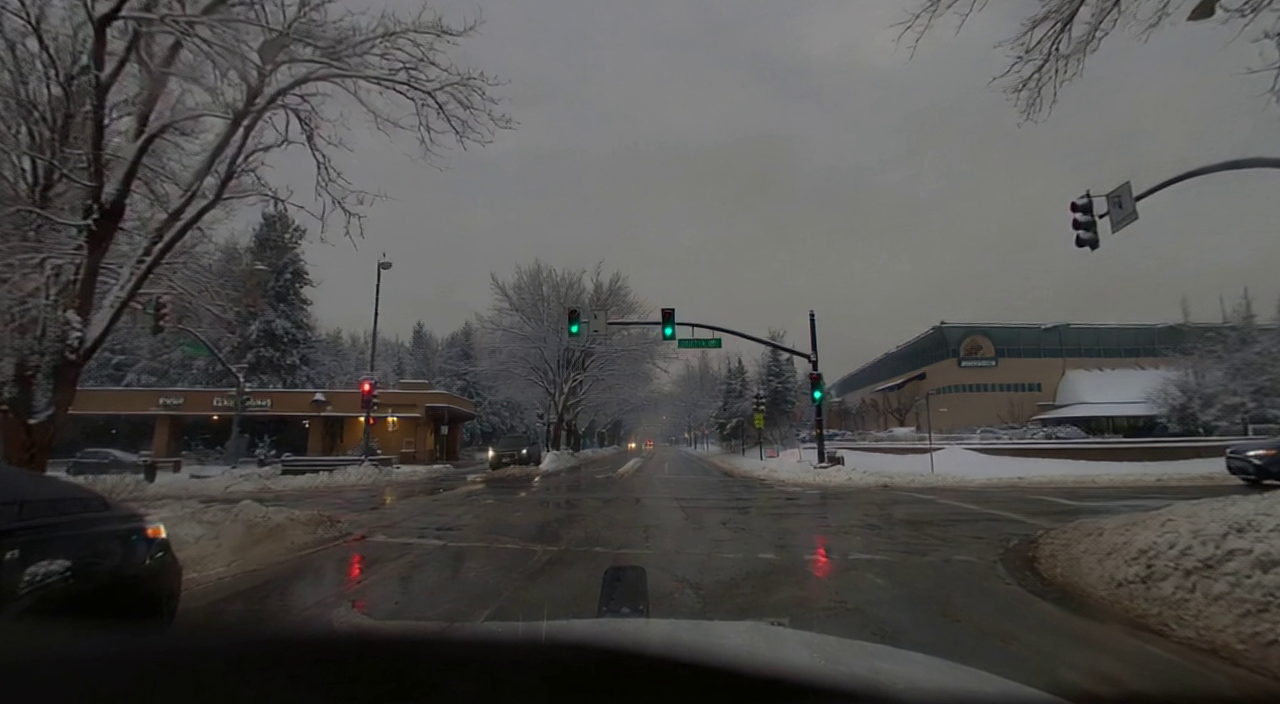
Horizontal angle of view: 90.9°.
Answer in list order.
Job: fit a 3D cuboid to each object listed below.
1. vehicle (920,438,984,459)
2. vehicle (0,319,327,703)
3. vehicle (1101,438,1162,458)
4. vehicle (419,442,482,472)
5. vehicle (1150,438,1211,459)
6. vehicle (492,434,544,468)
[{"bbox_3d":[21.471,6.638,43.393,3.576,1.425,1.702,2,-8,-12],"label":"vehicle"},{"bbox_3d":[-3.481,0.815,2.701,2.000,1.789,4.638,0,-8,-2],"label":"vehicle"},{"bbox_3d":[38.481,7.538,49.511,1.837,1.514,4.786,-2,-9,13],"label":"vehicle"},{"bbox_3d":[-10.638,5.918,35.719,2.041,1.548,4.868,0,-8,0],"label":"vehicle"},{"bbox_3d":[41.128,7.423,48.092,1.767,1.456,4.191,-5,-10,15],"label":"vehicle"},{"bbox_3d":[-7.165,5.860,37.461,2.081,1.818,4.782,0,-8,1],"label":"vehicle"}]
